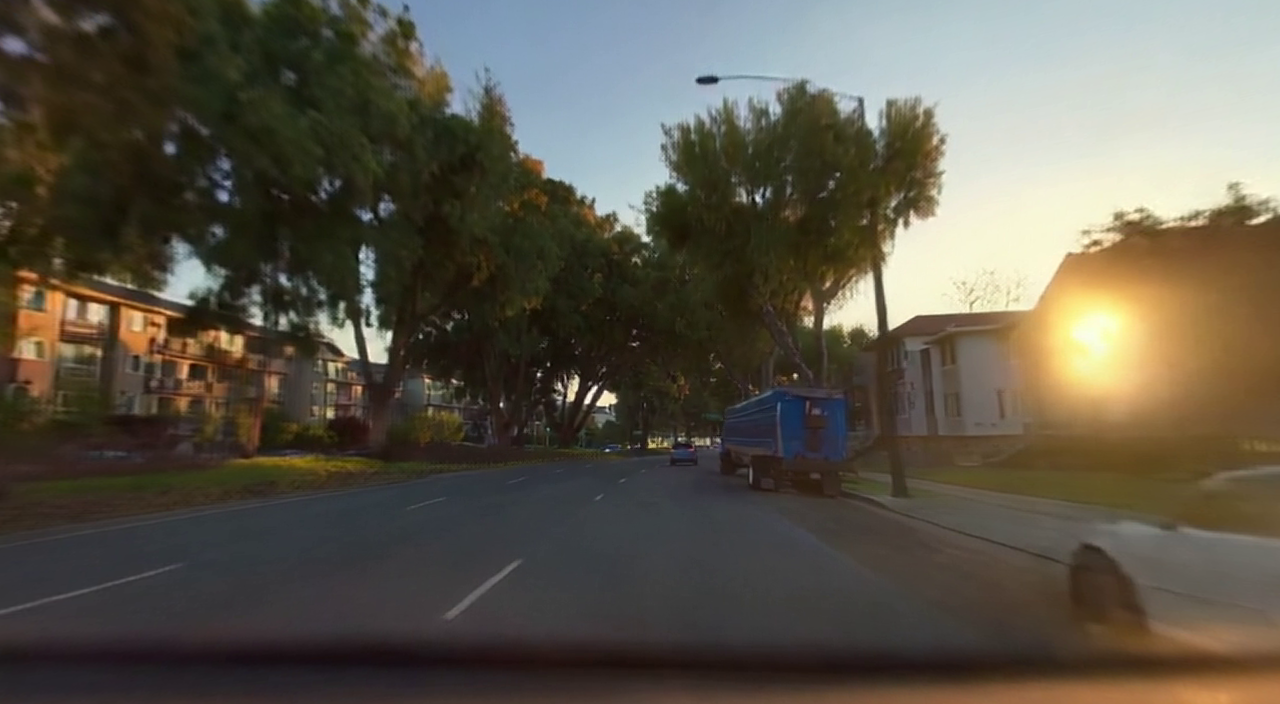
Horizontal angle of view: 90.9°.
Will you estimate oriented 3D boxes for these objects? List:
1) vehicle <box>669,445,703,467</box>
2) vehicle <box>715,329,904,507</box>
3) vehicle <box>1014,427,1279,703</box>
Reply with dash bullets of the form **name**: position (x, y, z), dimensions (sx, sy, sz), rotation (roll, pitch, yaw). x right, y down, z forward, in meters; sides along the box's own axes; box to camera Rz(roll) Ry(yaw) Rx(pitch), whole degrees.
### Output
- **vehicle**: position (3.044, 6.759, 41.163), dimensions (1.871, 1.370, 4.206), rotation (-1, -8, 9)
- **vehicle**: position (4.546, 2.405, 20.800), dimensions (3.157, 3.982, 13.307), rotation (0, -8, 3)
- **vehicle**: position (4.089, 1.095, 2.977), dimensions (1.884, 1.472, 4.650), rotation (0, -8, 1)
